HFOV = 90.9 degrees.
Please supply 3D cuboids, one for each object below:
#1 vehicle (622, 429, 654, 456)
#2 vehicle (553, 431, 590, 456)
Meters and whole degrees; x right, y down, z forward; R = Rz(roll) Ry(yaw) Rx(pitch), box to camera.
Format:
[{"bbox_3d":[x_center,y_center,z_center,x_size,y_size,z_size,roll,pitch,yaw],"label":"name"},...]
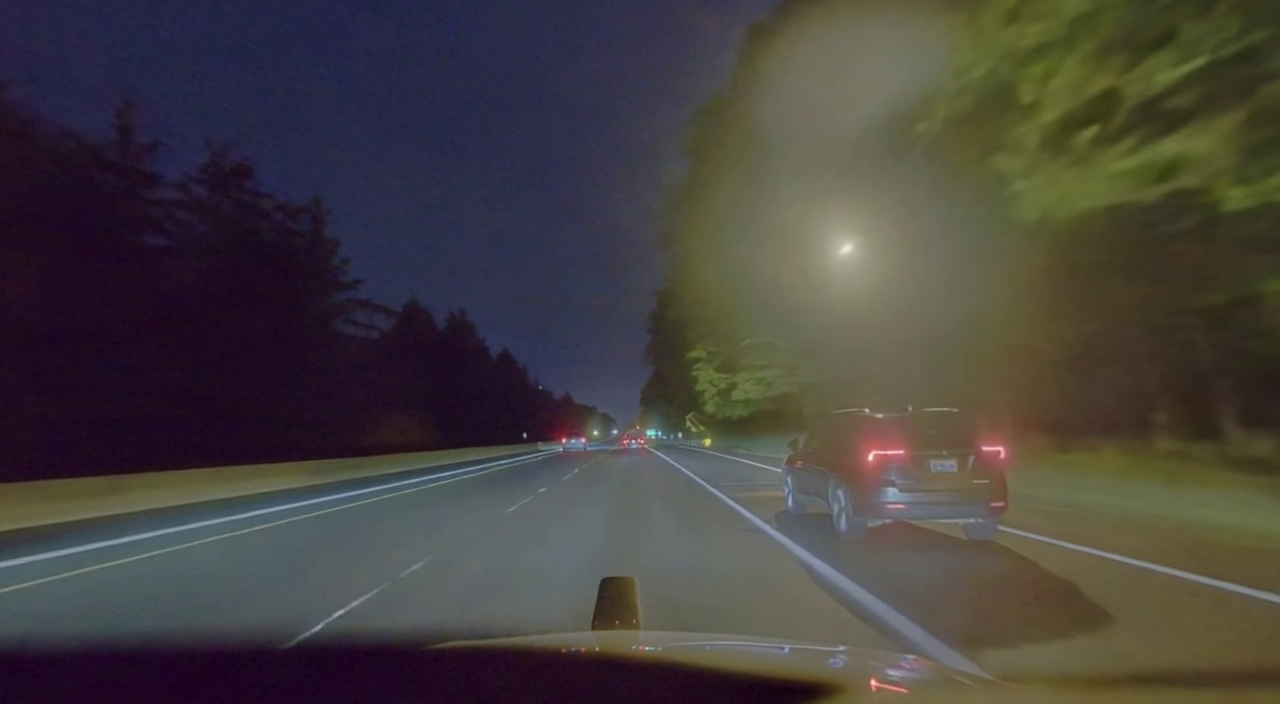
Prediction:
[{"bbox_3d":[-0.182,6.368,44.557,2.170,1.790,4.490,0,-8,-1],"label":"vehicle"},{"bbox_3d":[-4.608,6.206,42.771,2.055,1.610,4.116,0,-8,0],"label":"vehicle"}]
